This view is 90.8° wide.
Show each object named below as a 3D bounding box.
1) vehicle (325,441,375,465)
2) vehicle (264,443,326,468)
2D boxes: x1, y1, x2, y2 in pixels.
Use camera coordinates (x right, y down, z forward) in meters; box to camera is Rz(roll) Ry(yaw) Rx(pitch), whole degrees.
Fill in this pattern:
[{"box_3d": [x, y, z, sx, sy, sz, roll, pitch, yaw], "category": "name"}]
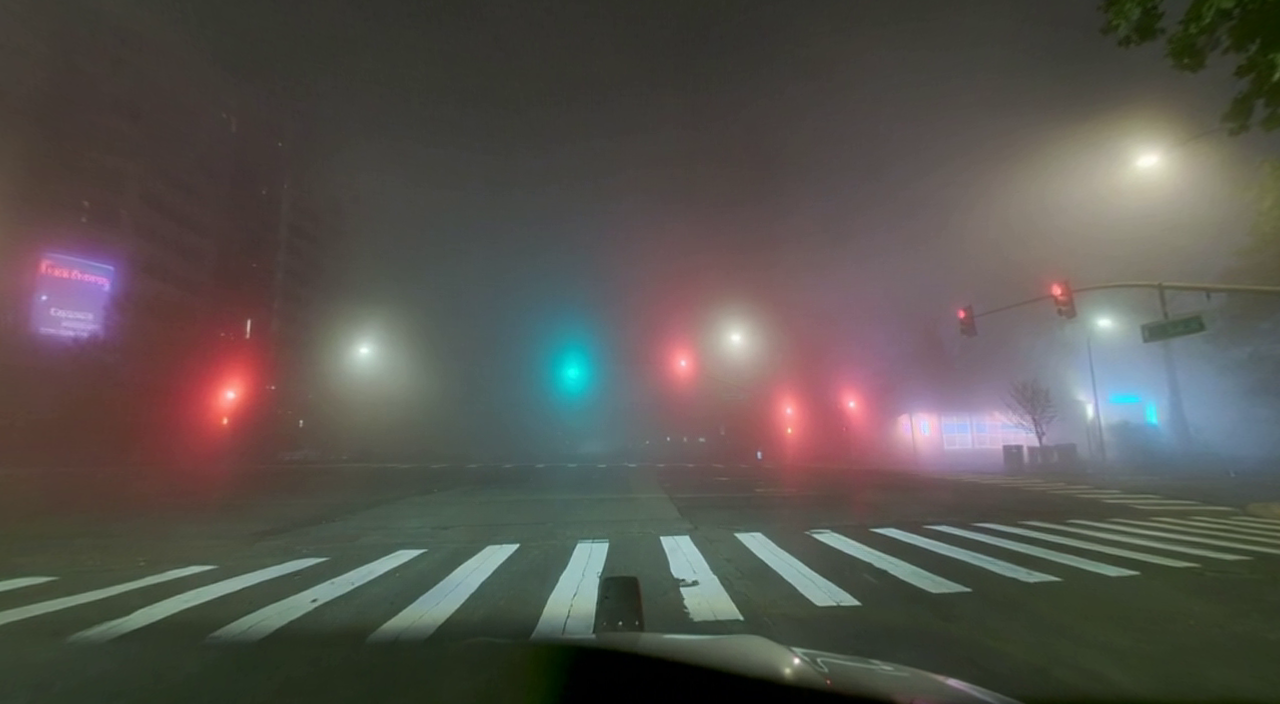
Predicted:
[{"box_3d": [-22.444, 7.801, 49.044, 2.023, 1.706, 4.756, 1, -9, -6], "category": "vehicle"}, {"box_3d": [-21.834, 6.557, 40.149, 2.005, 1.496, 4.020, 1, -9, -6], "category": "vehicle"}]
